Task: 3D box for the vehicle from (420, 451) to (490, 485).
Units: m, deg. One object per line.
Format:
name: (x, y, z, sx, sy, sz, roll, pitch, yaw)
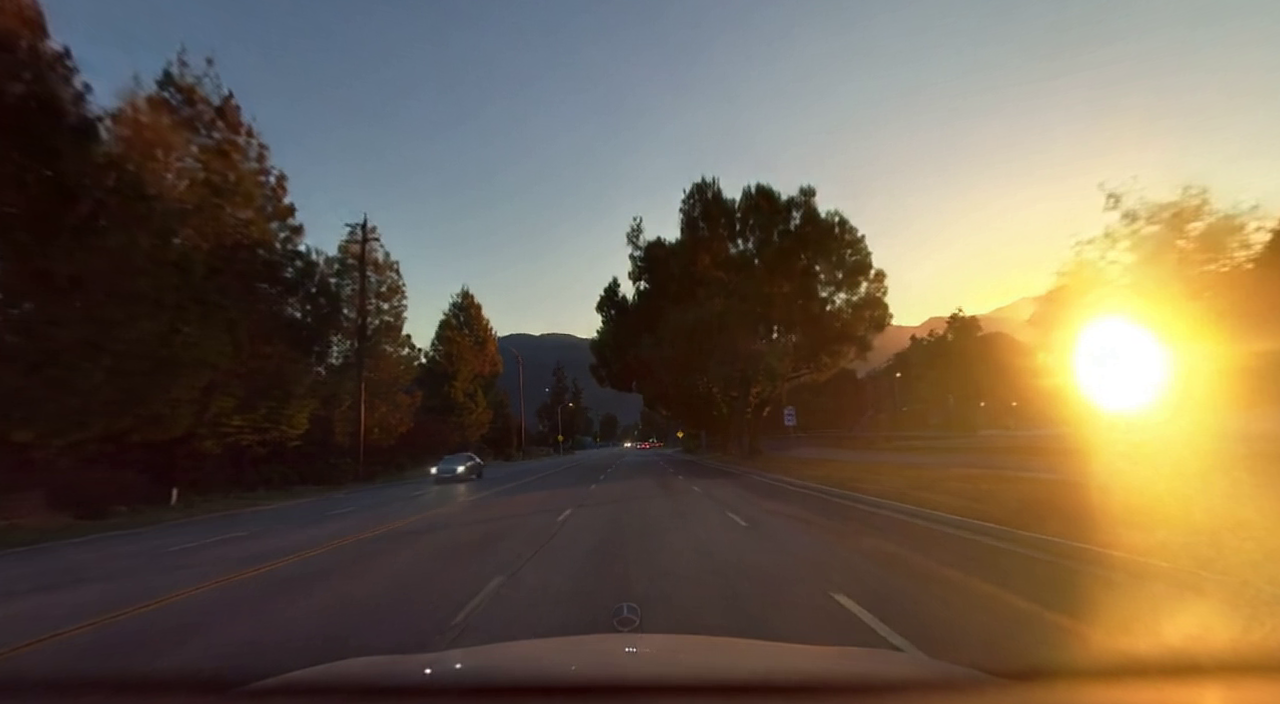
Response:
vehicle: (-8.930, 5.627, 30.955, 2.011, 1.482, 4.671, 0, -8, 0)
